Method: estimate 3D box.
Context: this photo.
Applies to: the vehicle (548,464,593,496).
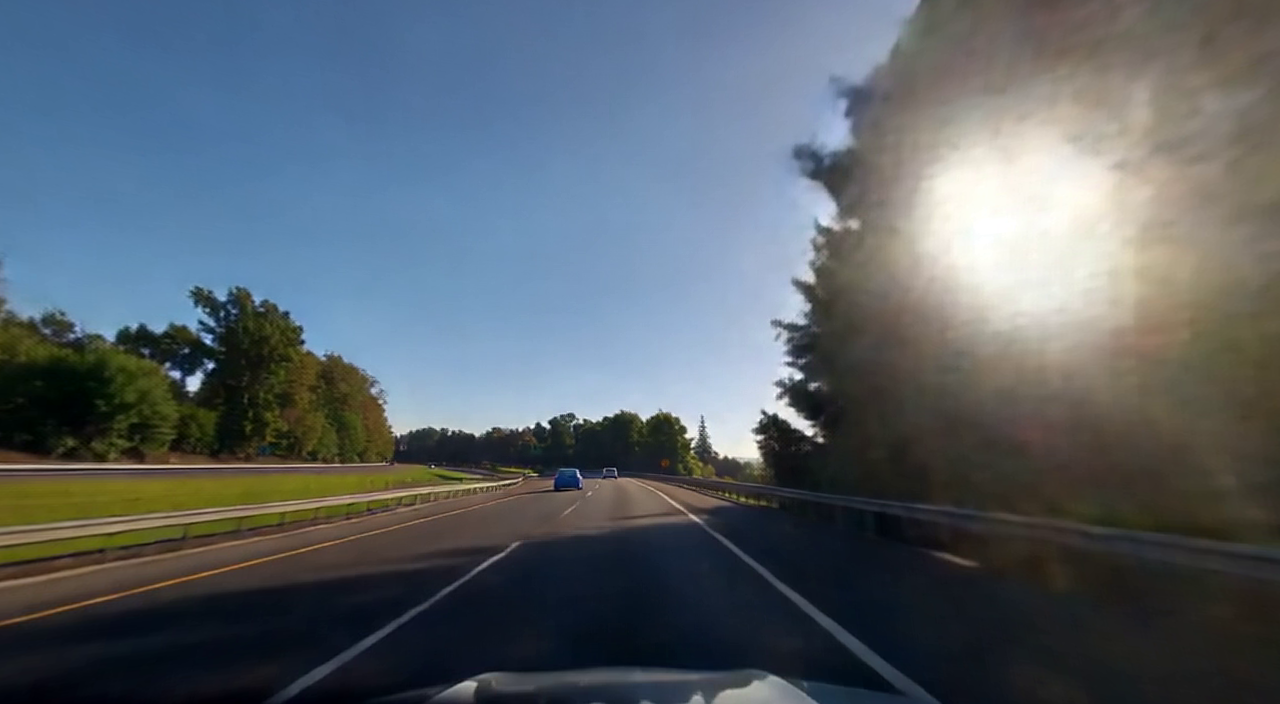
[{"bbox_3d":[-3.652,6.863,33.915,1.967,1.556,4.364,1,-10,-1],"label":"vehicle"}]
